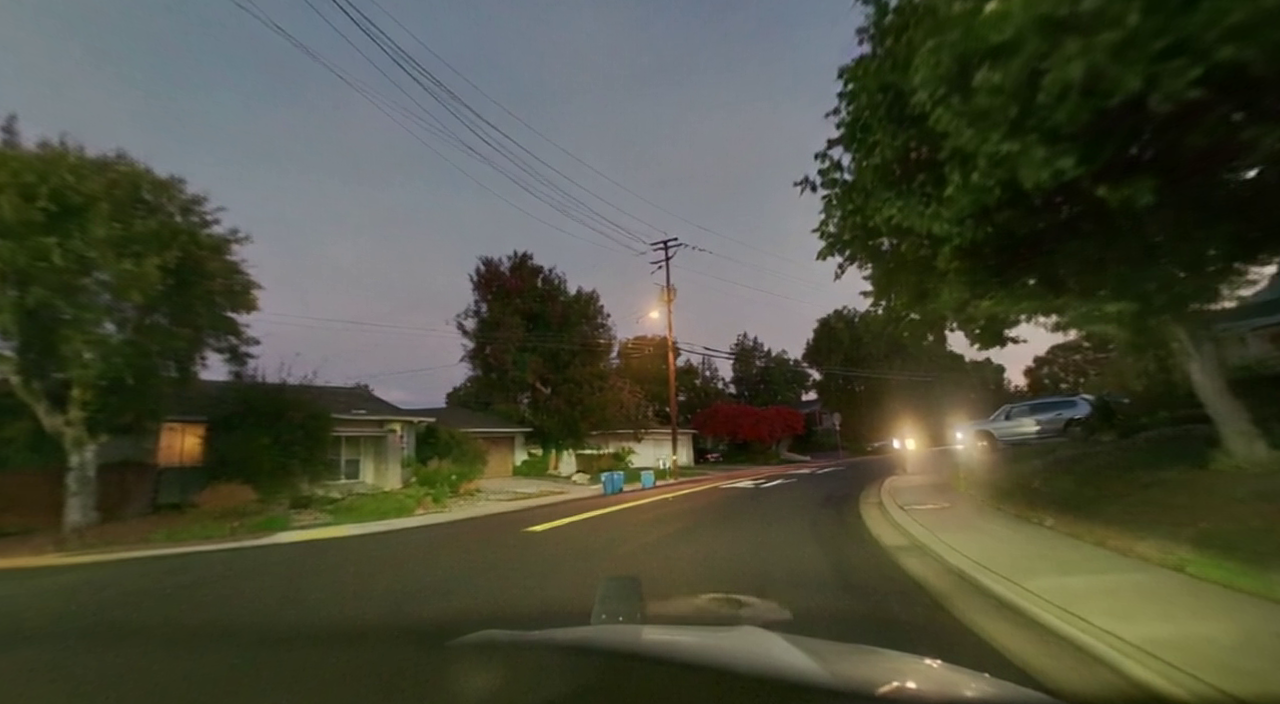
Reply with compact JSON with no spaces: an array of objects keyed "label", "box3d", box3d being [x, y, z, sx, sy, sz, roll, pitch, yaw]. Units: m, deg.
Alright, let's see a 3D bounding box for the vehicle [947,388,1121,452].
[{"label":"vehicle","box3d":[14.293,2.584,23.109,5.011,2.014,2.056,-8,-13,39]}]
